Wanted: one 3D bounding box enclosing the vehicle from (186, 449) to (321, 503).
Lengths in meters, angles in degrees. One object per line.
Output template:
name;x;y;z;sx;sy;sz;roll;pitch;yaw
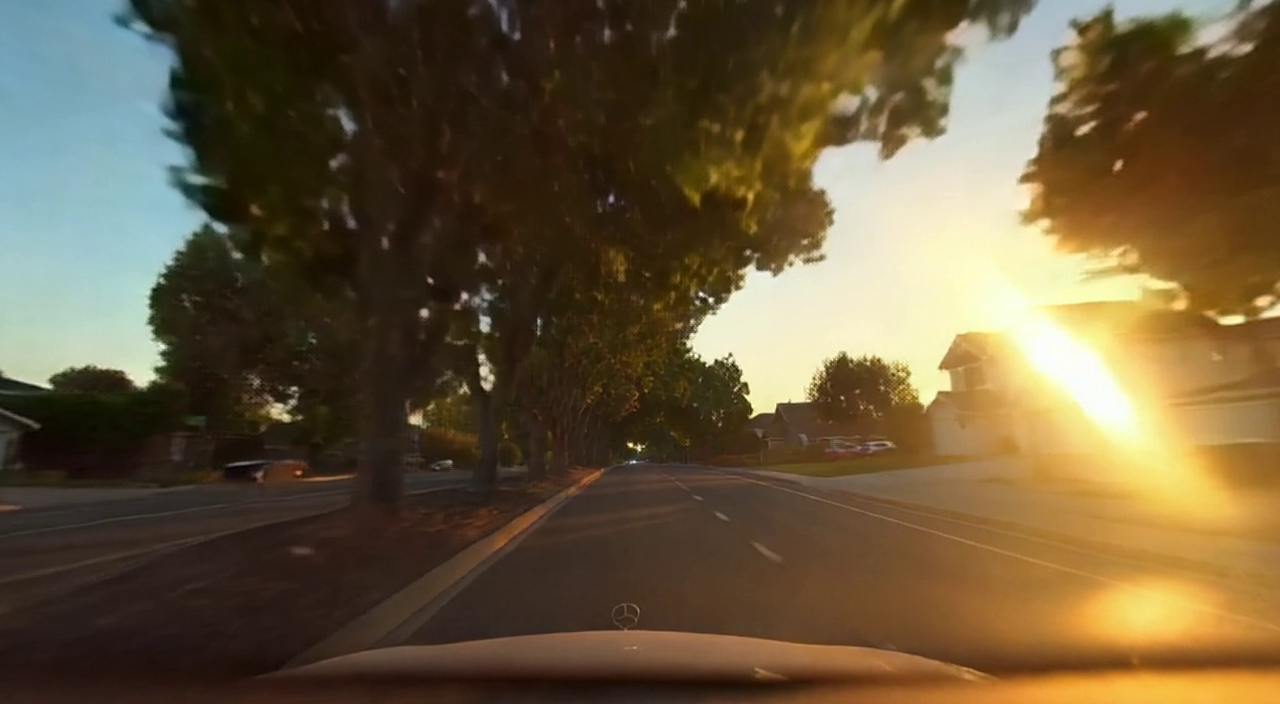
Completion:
vehicle;-12.427;4.016;20.758;2.068;1.502;4.643;0;-10;-8
